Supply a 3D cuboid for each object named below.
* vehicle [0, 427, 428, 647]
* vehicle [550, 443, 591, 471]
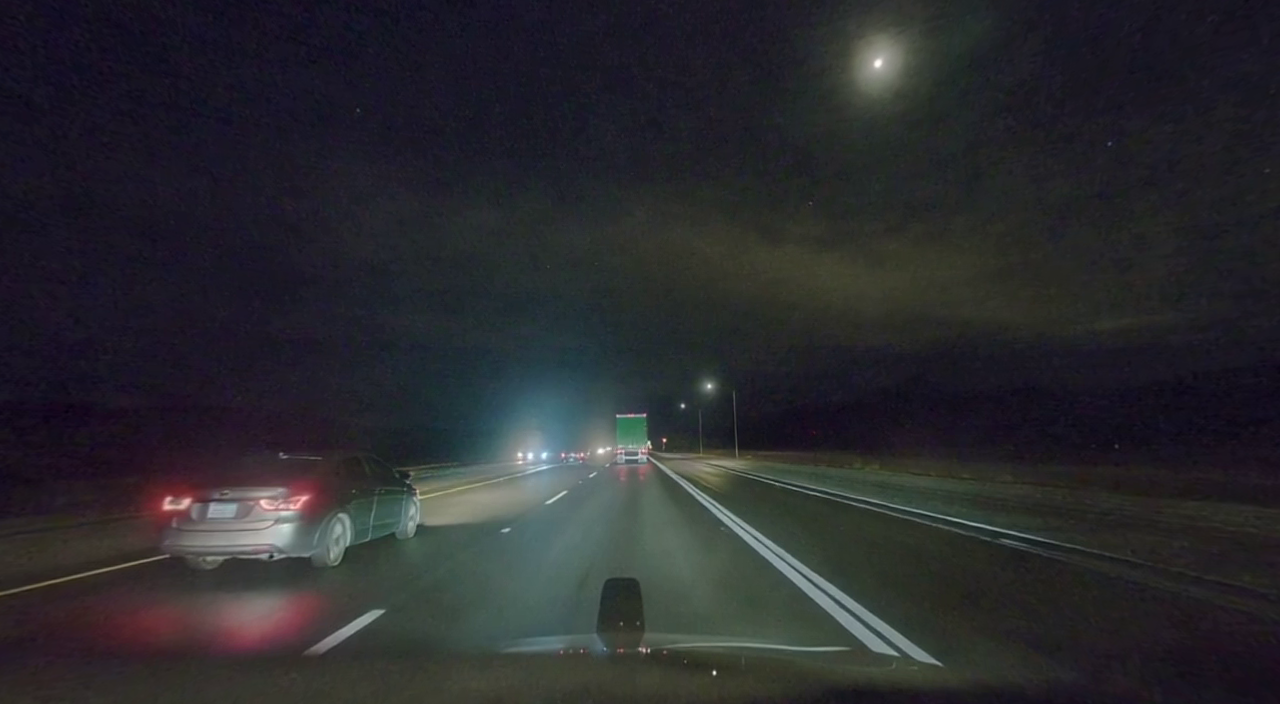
[{"bbox_3d":[-3.892,1.595,6.481,1.978,1.507,4.062,0,-9,0],"label":"vehicle"},{"bbox_3d":[-4.357,6.644,39.989,2.115,1.668,4.217,0,-9,0],"label":"vehicle"}]
